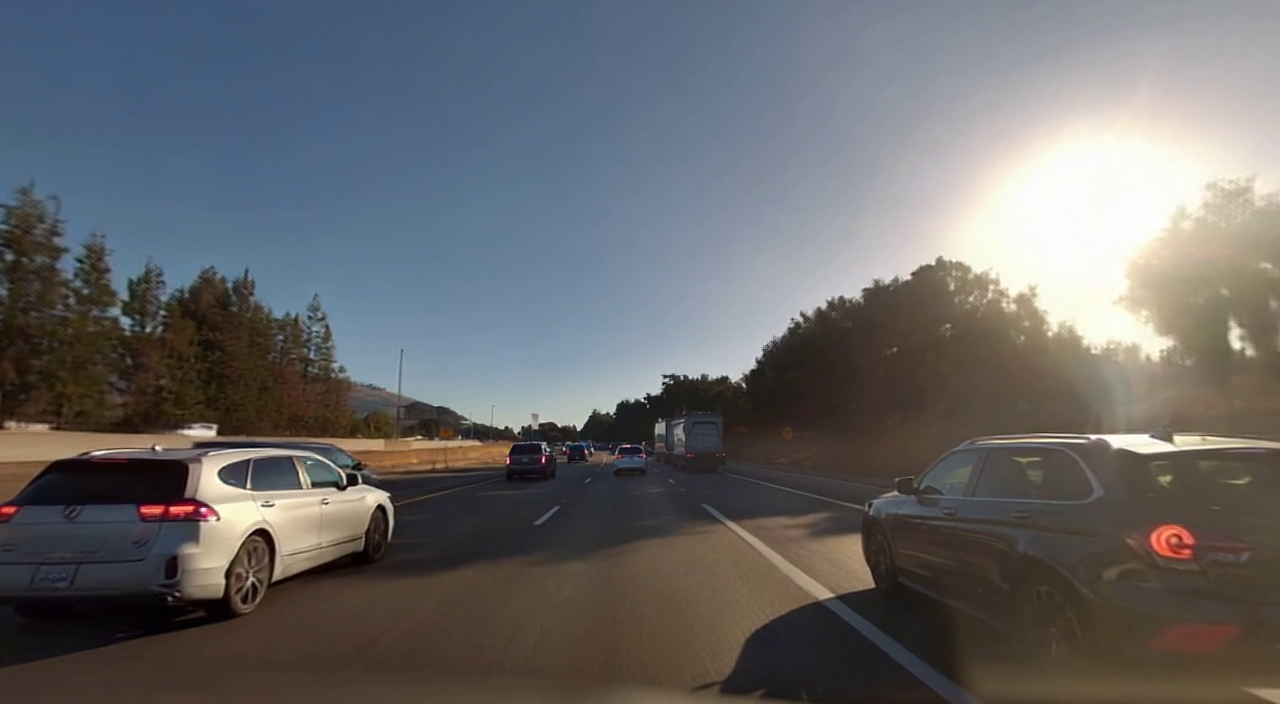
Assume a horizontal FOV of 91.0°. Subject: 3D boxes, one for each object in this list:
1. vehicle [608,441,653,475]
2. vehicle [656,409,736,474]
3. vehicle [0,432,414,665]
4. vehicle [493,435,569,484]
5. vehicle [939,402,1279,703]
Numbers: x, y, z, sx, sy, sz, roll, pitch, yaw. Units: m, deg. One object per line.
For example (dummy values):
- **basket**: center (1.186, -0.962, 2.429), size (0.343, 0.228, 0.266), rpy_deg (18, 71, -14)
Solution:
- **vehicle**: center (-0.510, 5.639, 33.843), size (2.235, 1.682, 4.094), rpy_deg (0, -9, -1)
- **vehicle**: center (3.055, 5.541, 38.623), size (3.426, 3.279, 12.313), rpy_deg (0, -9, -2)
- **vehicle**: center (-4.019, 1.551, 6.139), size (1.947, 1.424, 4.264), rpy_deg (0, -9, 2)
- **vehicle**: center (-4.305, 4.334, 25.750), size (2.176, 1.783, 4.799), rpy_deg (0, -9, 1)
- **vehicle**: center (3.150, 0.957, 2.248), size (2.031, 1.504, 4.327), rpy_deg (0, -9, 0)
